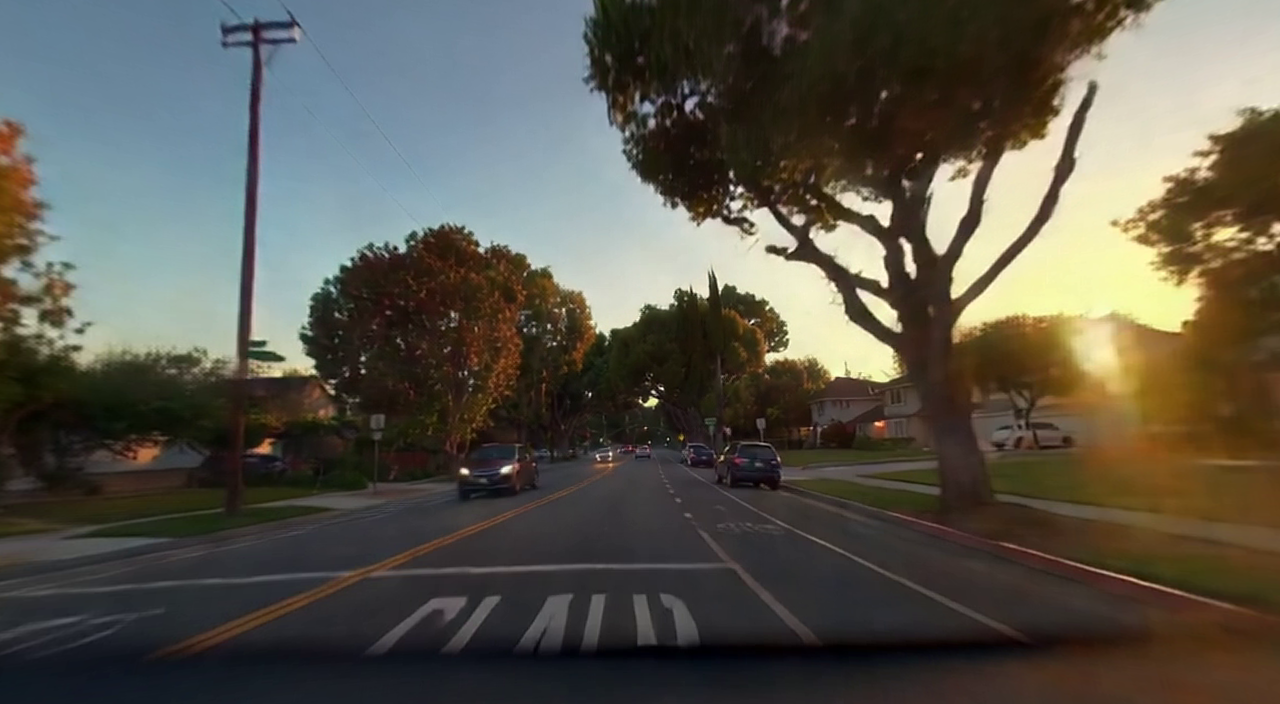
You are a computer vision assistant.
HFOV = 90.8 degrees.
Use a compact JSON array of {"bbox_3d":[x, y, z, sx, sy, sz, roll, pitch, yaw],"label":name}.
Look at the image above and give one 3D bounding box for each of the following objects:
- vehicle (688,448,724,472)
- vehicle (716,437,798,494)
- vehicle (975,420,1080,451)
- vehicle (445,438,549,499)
[{"bbox_3d":[4.219,6.969,41.083,1.874,1.415,4.683,0,-9,0],"label":"vehicle"},{"bbox_3d":[3.903,3.884,22.024,2.087,1.725,4.986,0,-9,2],"label":"vehicle"},{"bbox_3d":[22.283,4.841,36.438,4.799,1.678,2.002,1,-9,-4],"label":"vehicle"},{"bbox_3d":[-4.638,3.850,21.432,2.091,1.793,5.296,0,-9,2],"label":"vehicle"}]
